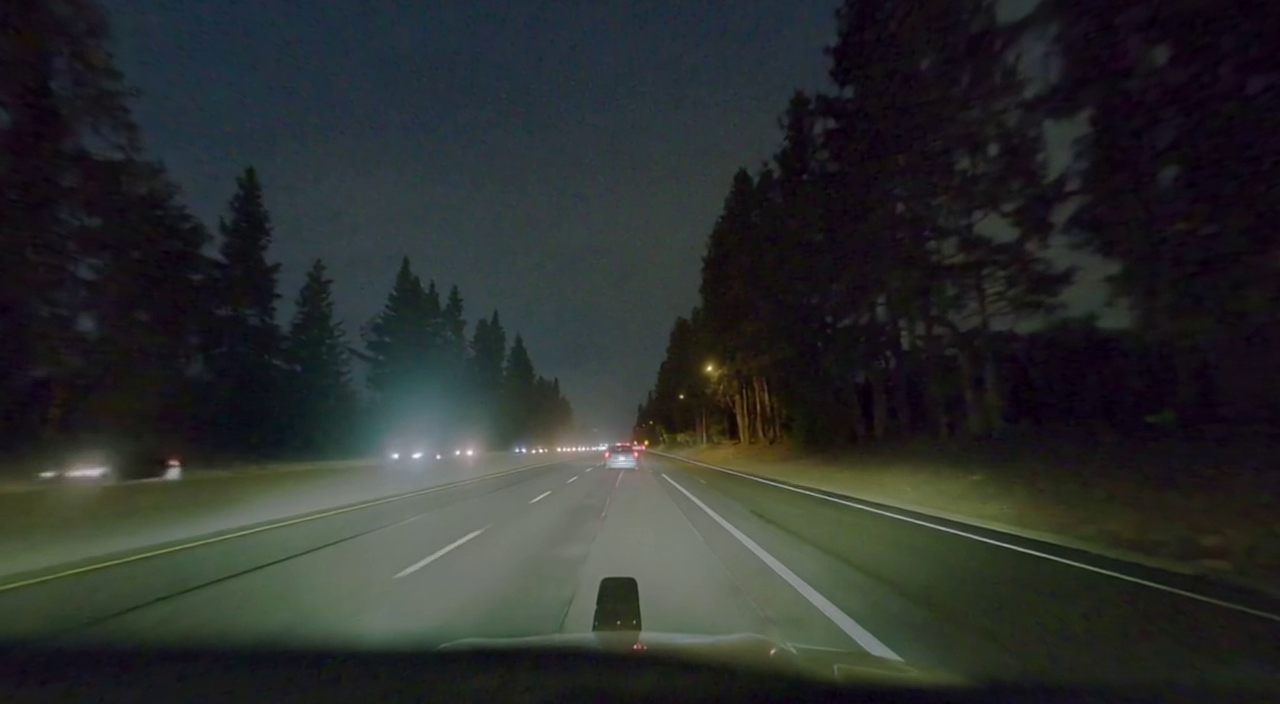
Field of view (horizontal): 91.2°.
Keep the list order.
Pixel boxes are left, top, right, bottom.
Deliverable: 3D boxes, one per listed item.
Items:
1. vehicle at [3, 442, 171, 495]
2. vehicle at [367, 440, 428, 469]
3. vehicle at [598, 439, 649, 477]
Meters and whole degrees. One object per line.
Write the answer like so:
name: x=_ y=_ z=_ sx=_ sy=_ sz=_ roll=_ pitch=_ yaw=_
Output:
vehicle: x=-17.901 y=3.759 z=20.593 sx=1.843 sy=1.521 sz=4.015 roll=0 pitch=-9 yaw=-1
vehicle: x=-13.584 y=5.787 z=35.356 sx=1.869 sy=1.513 sz=4.031 roll=0 pitch=-9 yaw=-1
vehicle: x=-0.728 y=4.693 z=27.945 sx=2.095 sy=1.537 sz=4.017 roll=0 pitch=-9 yaw=-1
